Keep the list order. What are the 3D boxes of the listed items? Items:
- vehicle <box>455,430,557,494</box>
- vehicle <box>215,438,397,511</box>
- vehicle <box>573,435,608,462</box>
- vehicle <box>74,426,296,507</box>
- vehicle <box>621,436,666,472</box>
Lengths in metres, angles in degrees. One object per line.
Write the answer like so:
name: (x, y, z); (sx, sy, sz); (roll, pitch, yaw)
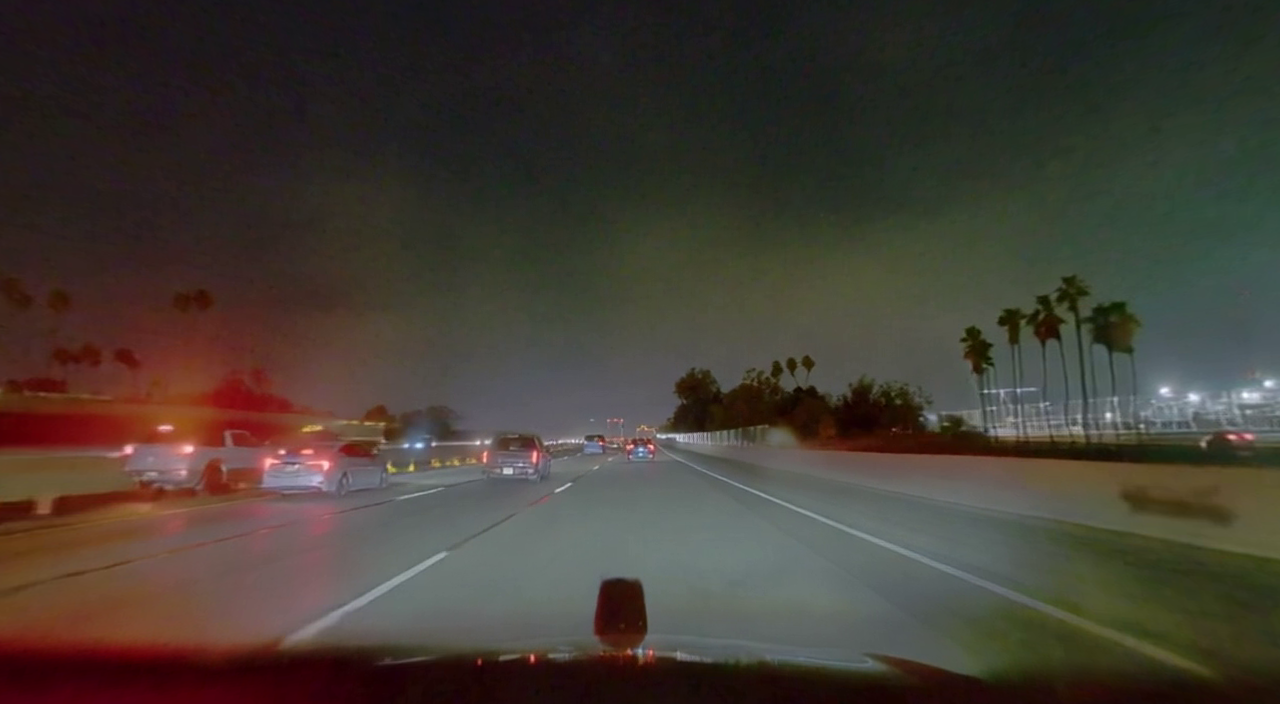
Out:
vehicle: (-3.994, 3.365, 19.709); (2.108, 1.740, 4.549); (0, -8, 1)
vehicle: (-7.745, 2.855, 15.246); (1.949, 1.476, 4.410); (0, -8, 1)
vehicle: (-3.725, 7.355, 48.179); (2.203, 1.958, 4.848); (0, -8, 1)
vehicle: (-11.763, 2.975, 16.927); (2.077, 1.829, 5.101); (0, -8, 1)
vehicle: (0.181, 5.196, 32.279); (2.136, 1.678, 4.052); (0, -8, 1)
